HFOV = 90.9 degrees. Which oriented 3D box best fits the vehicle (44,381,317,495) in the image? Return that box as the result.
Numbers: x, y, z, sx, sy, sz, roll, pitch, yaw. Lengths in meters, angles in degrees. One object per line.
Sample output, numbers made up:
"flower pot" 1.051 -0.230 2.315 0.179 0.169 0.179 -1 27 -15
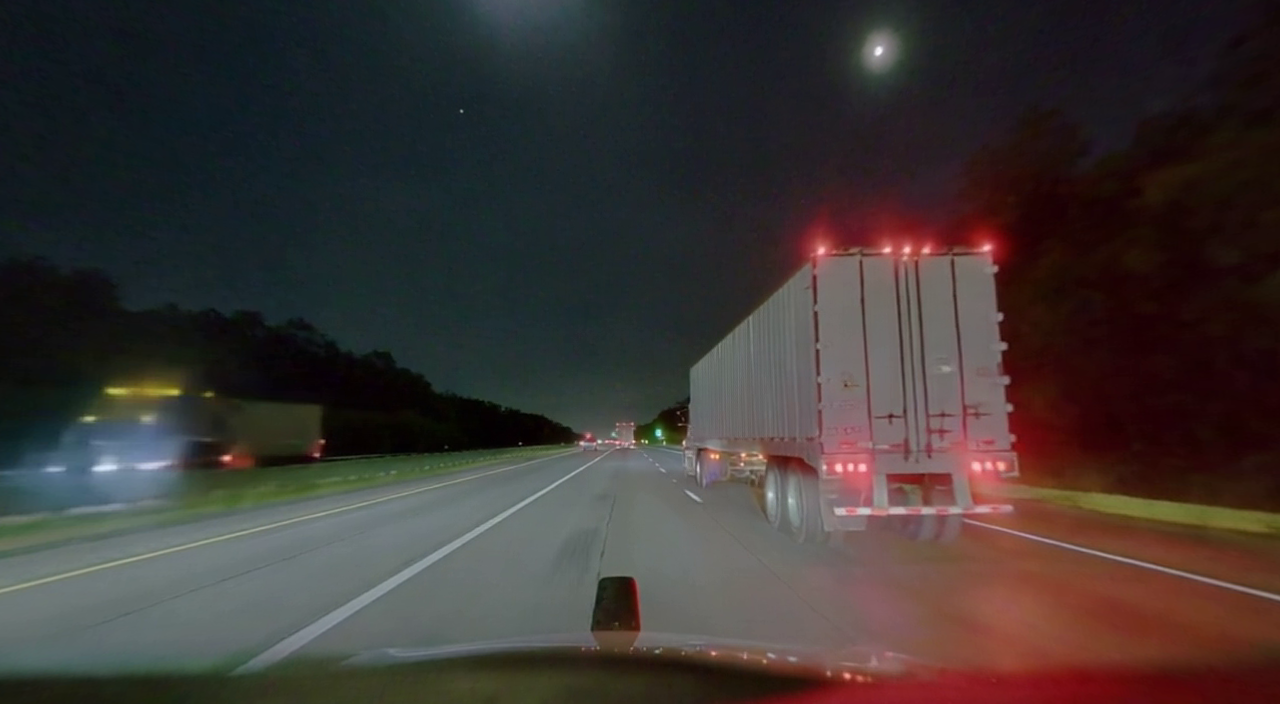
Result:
"vehicle" -17.275 3.437 25.320 2.988 3.577 10.665 0 -8 -1
